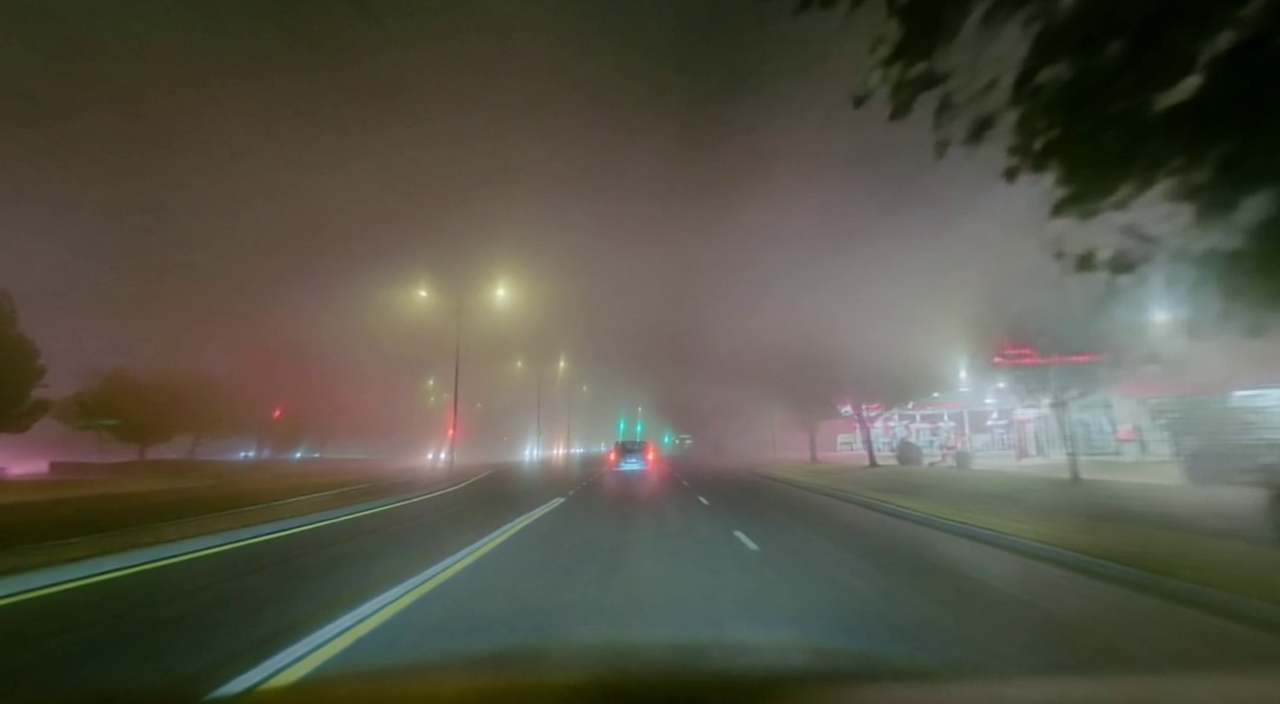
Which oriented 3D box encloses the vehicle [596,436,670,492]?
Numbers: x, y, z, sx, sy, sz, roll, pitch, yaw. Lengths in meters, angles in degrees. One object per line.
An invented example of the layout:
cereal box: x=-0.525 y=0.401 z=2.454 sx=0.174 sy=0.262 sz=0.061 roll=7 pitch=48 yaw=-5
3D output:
vehicle: x=-0.177 y=3.490 z=19.973 sx=2.062 sy=1.519 sz=4.214 roll=1 pitch=-9 yaw=0
